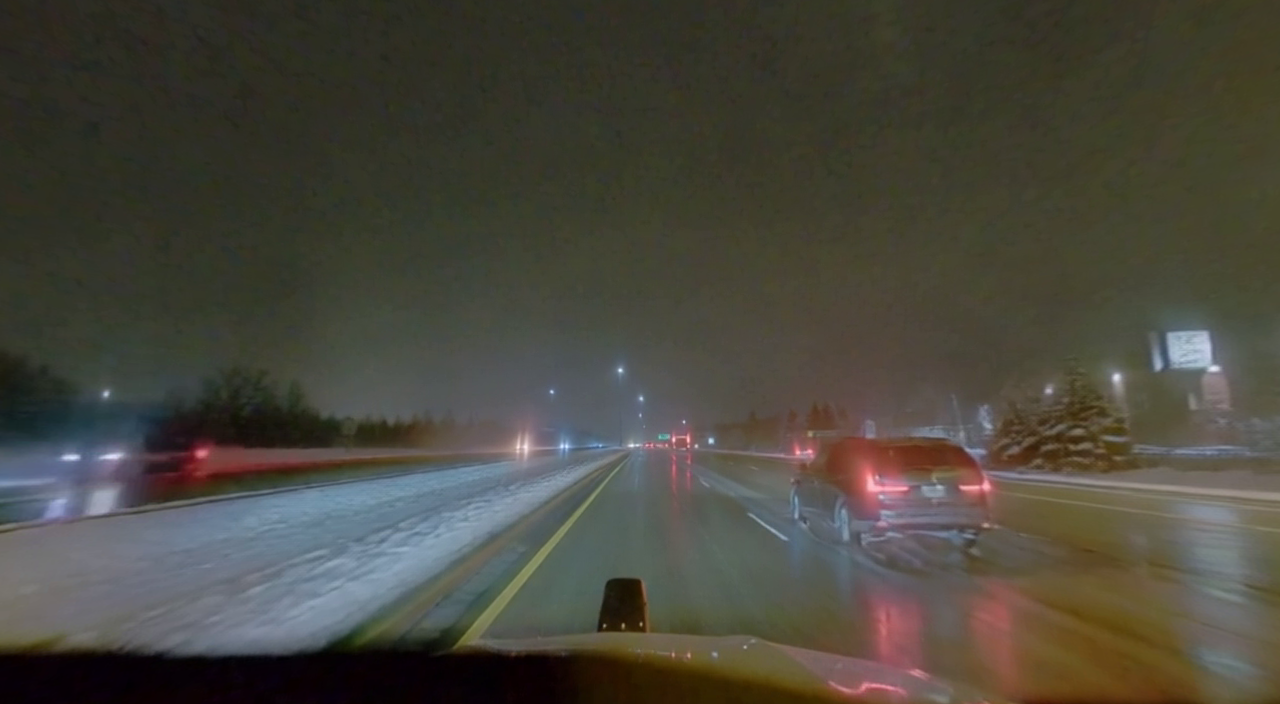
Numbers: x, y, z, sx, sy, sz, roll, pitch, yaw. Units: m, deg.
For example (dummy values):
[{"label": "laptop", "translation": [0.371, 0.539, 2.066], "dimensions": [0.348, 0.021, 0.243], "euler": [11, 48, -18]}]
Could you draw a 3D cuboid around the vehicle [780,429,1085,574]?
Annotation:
[{"label": "vehicle", "translation": [3.529, 1.878, 8.802], "dimensions": [2.091, 1.482, 4.522], "euler": [0, -8, 0]}]

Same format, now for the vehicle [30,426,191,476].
[{"label": "vehicle", "translation": [-16.842, 3.183, 20.325], "dimensions": [1.775, 1.448, 3.844], "euler": [0, -8, 1]}]
